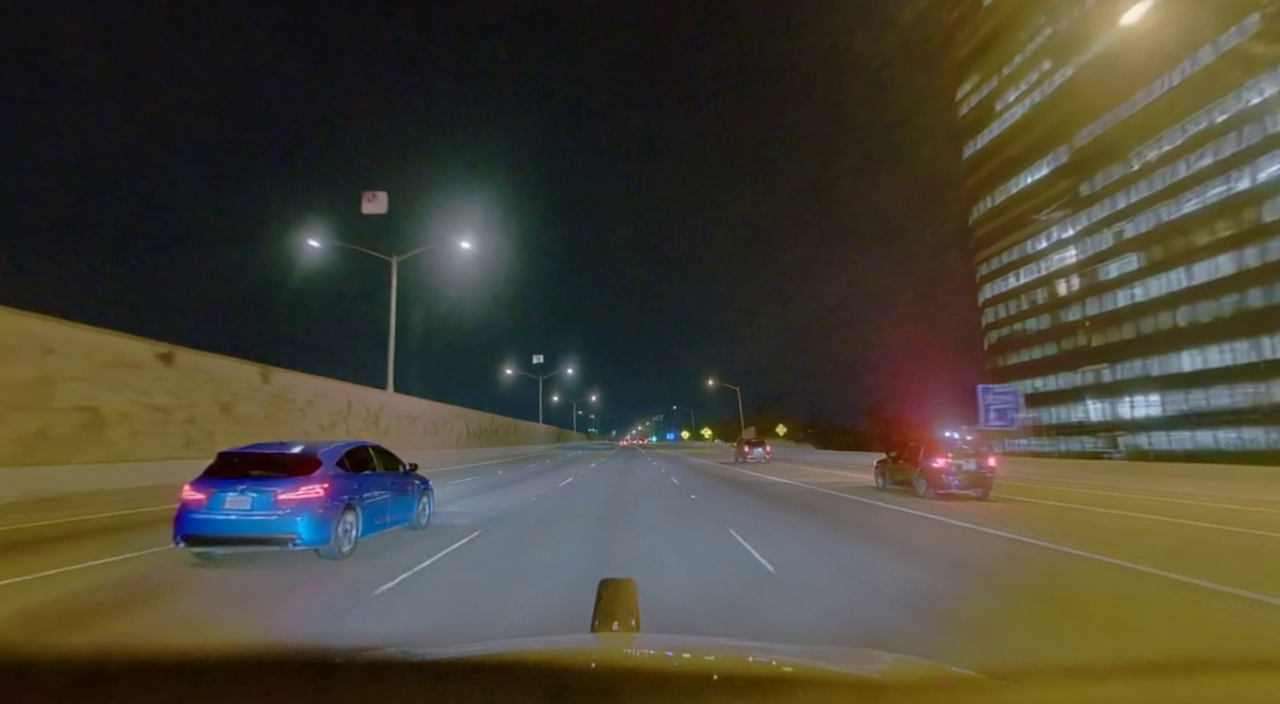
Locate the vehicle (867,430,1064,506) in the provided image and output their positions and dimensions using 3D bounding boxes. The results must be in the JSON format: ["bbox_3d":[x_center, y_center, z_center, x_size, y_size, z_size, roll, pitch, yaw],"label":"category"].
[{"bbox_3d":[8.026,2.904,16.372,2.165,1.636,5.175,1,-8,-3],"label":"vehicle"}]
